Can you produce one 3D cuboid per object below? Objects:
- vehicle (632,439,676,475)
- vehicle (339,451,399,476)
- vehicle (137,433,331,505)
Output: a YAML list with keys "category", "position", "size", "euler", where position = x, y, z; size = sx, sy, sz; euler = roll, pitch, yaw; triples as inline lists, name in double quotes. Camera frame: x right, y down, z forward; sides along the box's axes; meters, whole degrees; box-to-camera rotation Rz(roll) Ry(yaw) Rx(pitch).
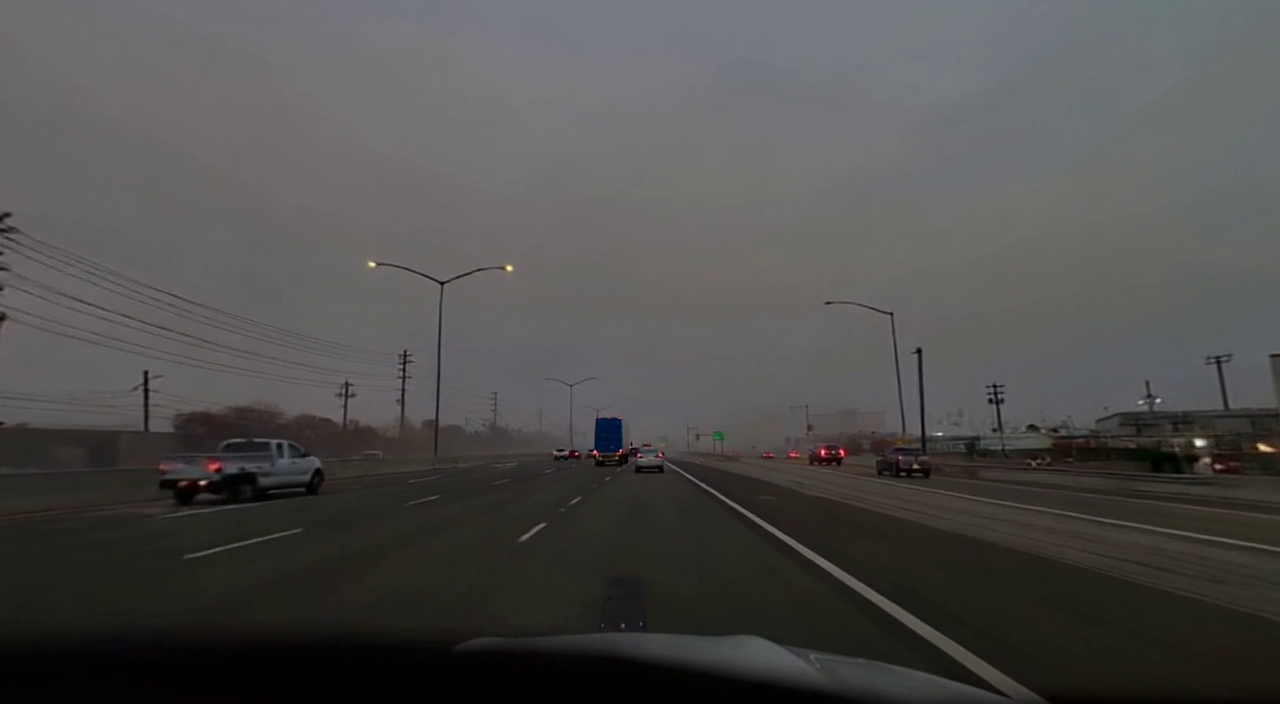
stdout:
- category: "vehicle"
  position: [0.742, 5.860, 35.452]
  size: [2.279, 1.837, 4.747]
  euler: [0, -8, 0]
- category: "vehicle"
  position: [-16.358, 6.721, 38.270]
  size: [1.938, 1.421, 3.567]
  euler: [-1, -8, 2]
- category: "vehicle"
  position: [-10.856, 3.141, 17.437]
  size: [2.097, 1.673, 4.730]
  euler: [0, -8, 1]
